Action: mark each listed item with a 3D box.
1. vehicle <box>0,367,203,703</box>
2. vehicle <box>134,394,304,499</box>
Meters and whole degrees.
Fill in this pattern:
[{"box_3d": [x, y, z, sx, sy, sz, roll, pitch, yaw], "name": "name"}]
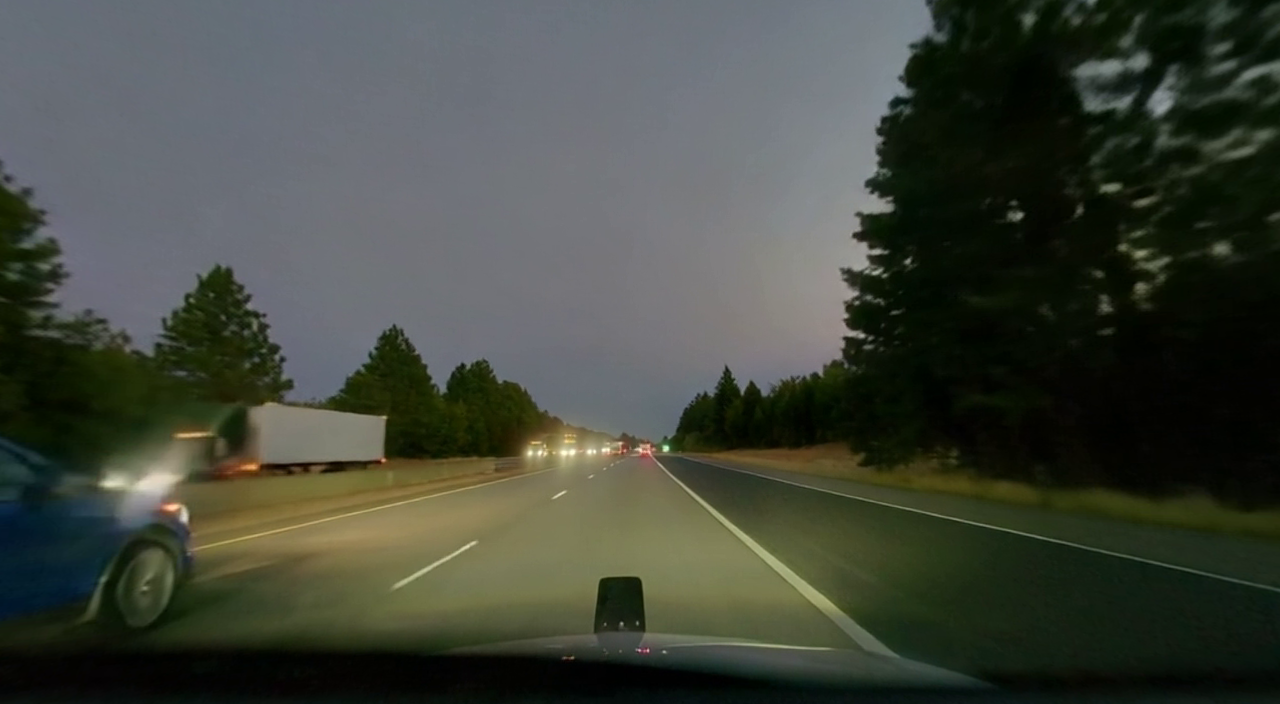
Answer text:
[{"box_3d": [-4.330, 0.821, 2.330, 2.110, 1.727, 4.607, 0, -9, 0], "name": "vehicle"}, {"box_3d": [-17.618, 4.023, 27.053, 3.013, 3.967, 5.891, 0, -9, 0], "name": "vehicle"}]
